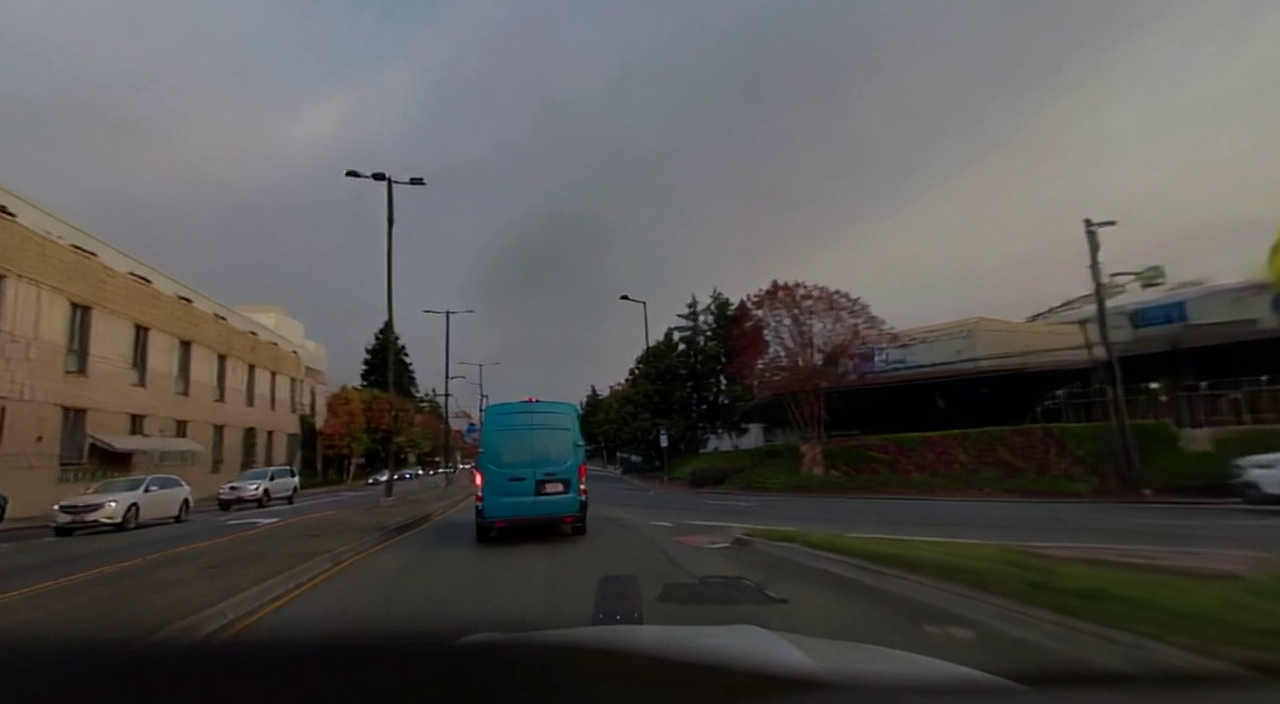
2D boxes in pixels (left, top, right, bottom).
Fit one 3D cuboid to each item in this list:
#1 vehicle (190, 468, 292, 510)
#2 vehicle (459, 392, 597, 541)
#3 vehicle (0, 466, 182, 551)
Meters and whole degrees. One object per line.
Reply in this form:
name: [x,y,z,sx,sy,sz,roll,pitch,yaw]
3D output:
vehicle: [-18.936,6.483,30.016,1.938,1.688,4.523,0,-9,-1]
vehicle: [-2.549,2.471,14.171,2.432,2.624,5.670,1,-9,-11]
vehicle: [-14.677,4.120,17.080,2.114,1.668,3.747,-5,-8,-10]
